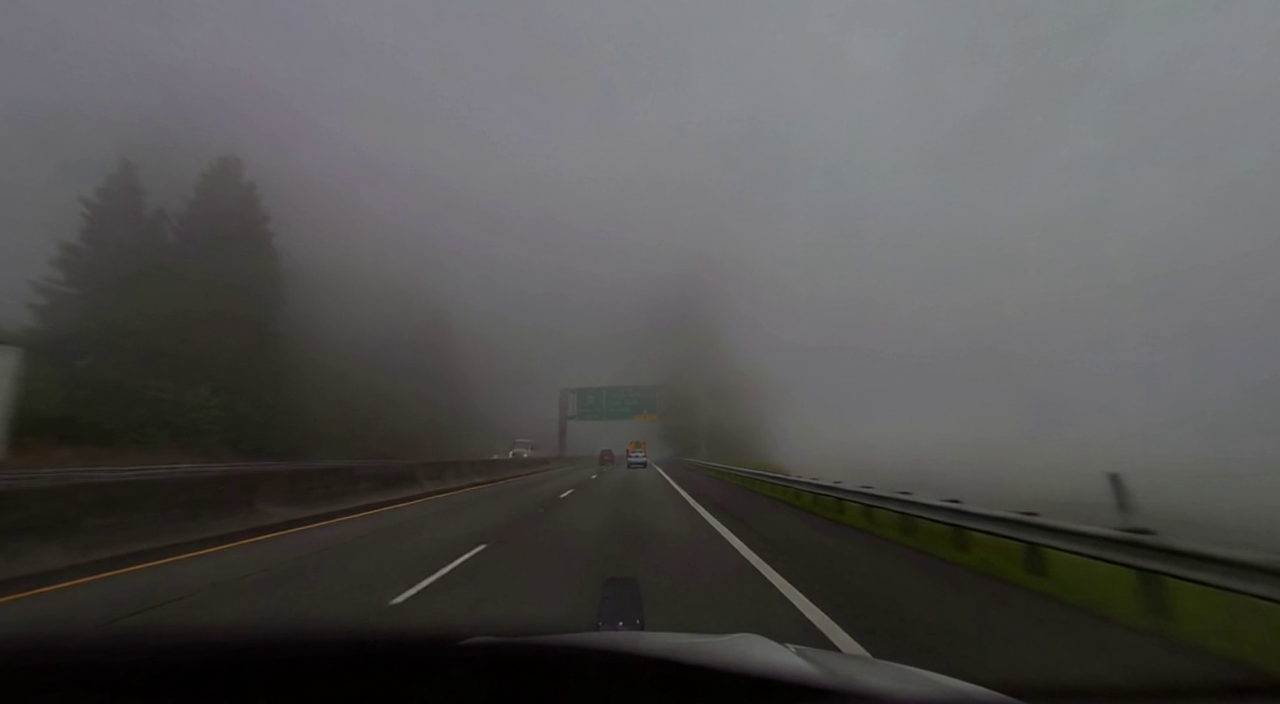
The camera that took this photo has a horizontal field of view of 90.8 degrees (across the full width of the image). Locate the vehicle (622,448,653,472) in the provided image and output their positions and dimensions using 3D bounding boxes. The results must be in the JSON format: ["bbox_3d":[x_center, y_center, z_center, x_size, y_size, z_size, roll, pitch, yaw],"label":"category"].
[{"bbox_3d":[-0.155,6.699,39.222,1.853,1.436,3.438,0,-9,-1],"label":"vehicle"}]
